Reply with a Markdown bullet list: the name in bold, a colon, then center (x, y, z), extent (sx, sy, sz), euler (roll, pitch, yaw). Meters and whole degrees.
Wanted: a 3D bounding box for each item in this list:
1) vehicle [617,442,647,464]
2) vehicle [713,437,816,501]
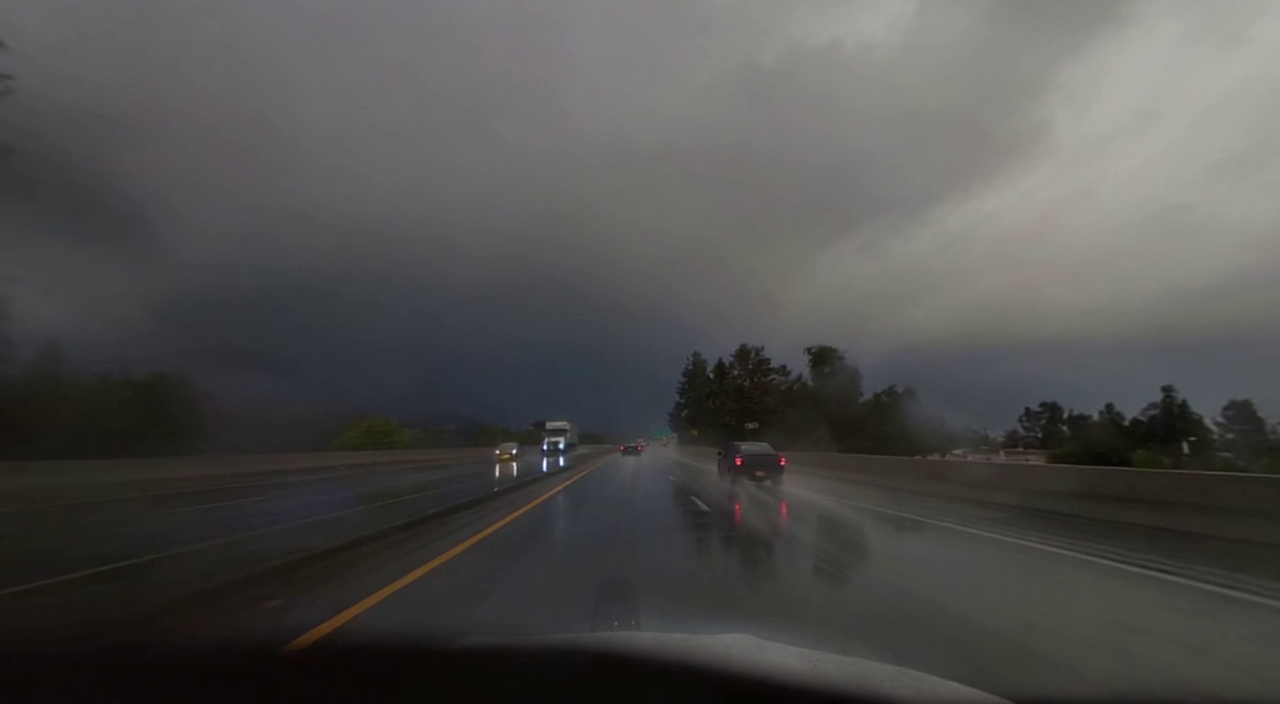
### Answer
- **vehicle**: center (-0.610, 7.697, 48.258), extent (2.178, 1.559, 4.254), euler (-1, -8, -1)
- **vehicle**: center (3.321, 3.187, 17.602), extent (2.146, 1.546, 3.796), euler (-1, -8, 1)
